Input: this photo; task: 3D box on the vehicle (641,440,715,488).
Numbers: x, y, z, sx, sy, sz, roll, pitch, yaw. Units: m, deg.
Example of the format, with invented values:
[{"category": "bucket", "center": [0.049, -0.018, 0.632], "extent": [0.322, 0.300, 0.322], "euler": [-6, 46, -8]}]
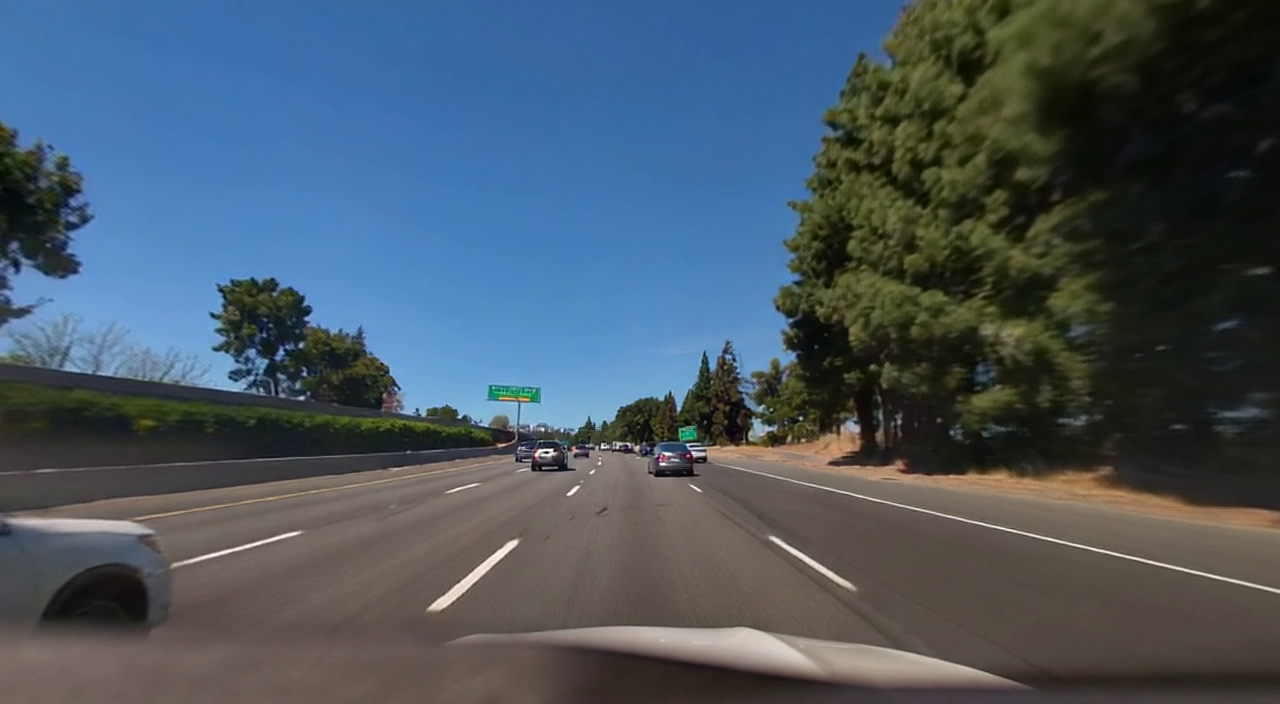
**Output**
[{"category": "vehicle", "center": [1.177, 3.744, 21.499], "extent": [1.947, 1.437, 4.345], "euler": [0, -8, -4]}]

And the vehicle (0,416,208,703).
[{"category": "vehicle", "center": [-3.903, 0.862, 1.643], "extent": [2.049, 1.482, 4.981], "euler": [0, -8, 0]}]

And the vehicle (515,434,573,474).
[{"category": "vehicle", "center": [-4.560, 4.928, 30.770], "extent": [2.244, 1.755, 4.417], "euler": [0, -8, -2]}]
